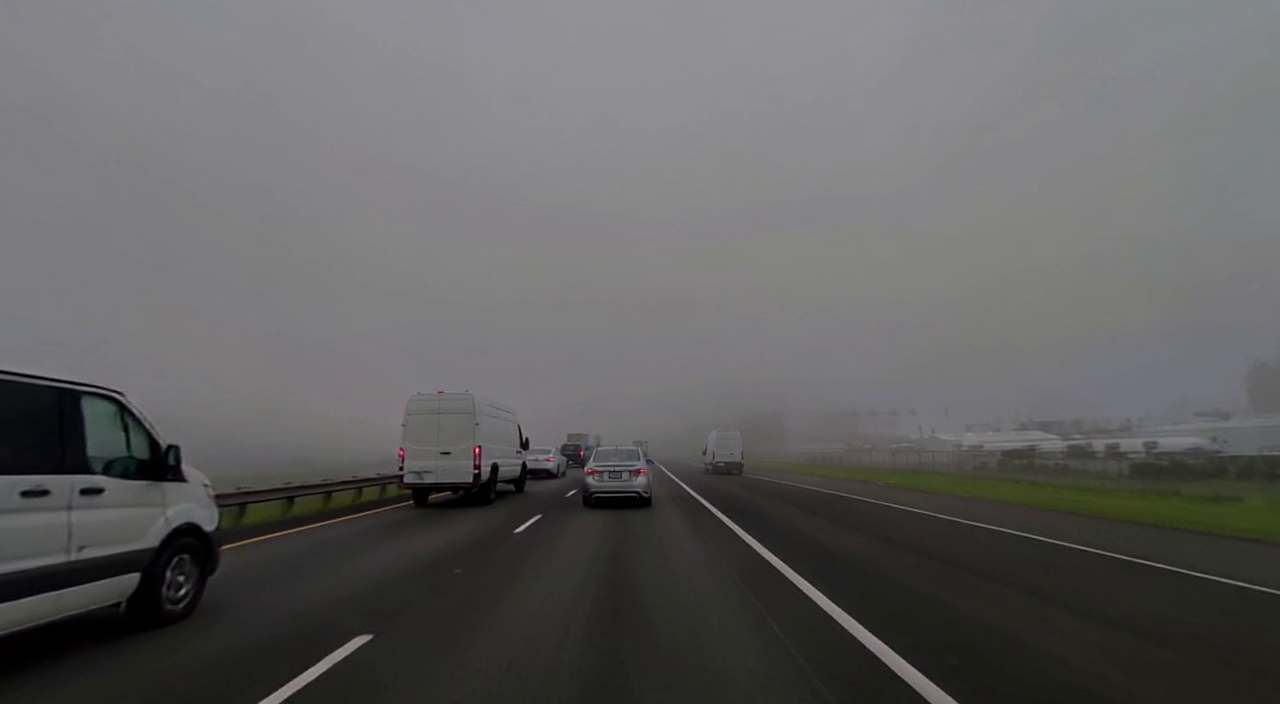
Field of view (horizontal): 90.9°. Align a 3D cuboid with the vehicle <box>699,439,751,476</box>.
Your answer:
[{"bbox_3d":[4.229,5.318,31.914,2.003,1.754,4.134,0,-9,0],"label":"vehicle"}]

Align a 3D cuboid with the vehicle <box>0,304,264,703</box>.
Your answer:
[{"bbox_3d":[-4.001,0.661,2.281,2.253,1.892,4.823,0,-9,0],"label":"vehicle"}]

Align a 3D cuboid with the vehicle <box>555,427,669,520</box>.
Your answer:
[{"bbox_3d":[-0.513,2.554,13.607,2.093,1.695,3.782,0,-9,0],"label":"vehicle"}]

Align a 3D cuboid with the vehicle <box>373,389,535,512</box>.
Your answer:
[{"bbox_3d":[-4.567,2.630,16.996,2.248,2.626,6.837,0,-9,0],"label":"vehicle"}]
